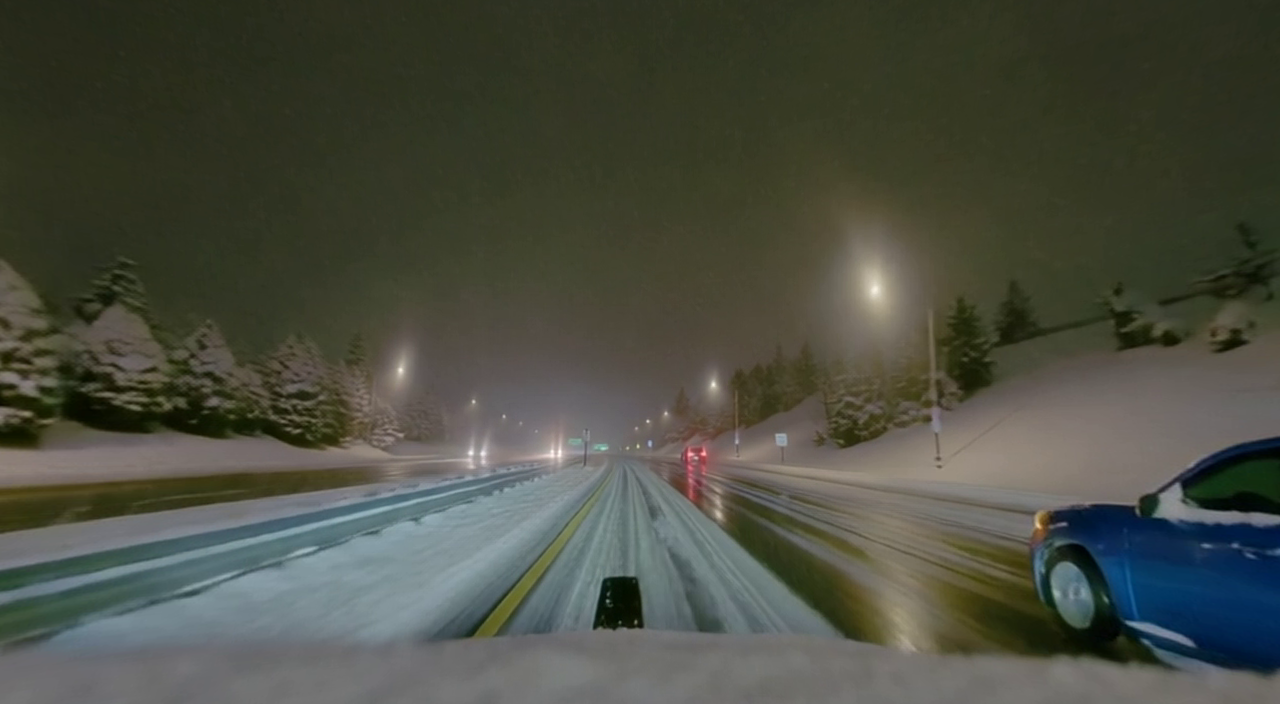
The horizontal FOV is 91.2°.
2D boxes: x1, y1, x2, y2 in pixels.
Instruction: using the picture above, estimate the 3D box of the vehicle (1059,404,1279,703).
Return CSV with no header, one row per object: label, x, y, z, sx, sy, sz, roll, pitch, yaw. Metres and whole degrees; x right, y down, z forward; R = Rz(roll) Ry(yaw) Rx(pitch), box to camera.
vehicle,3.862,0.922,2.026,2.002,1.604,4.265,0,-9,0
